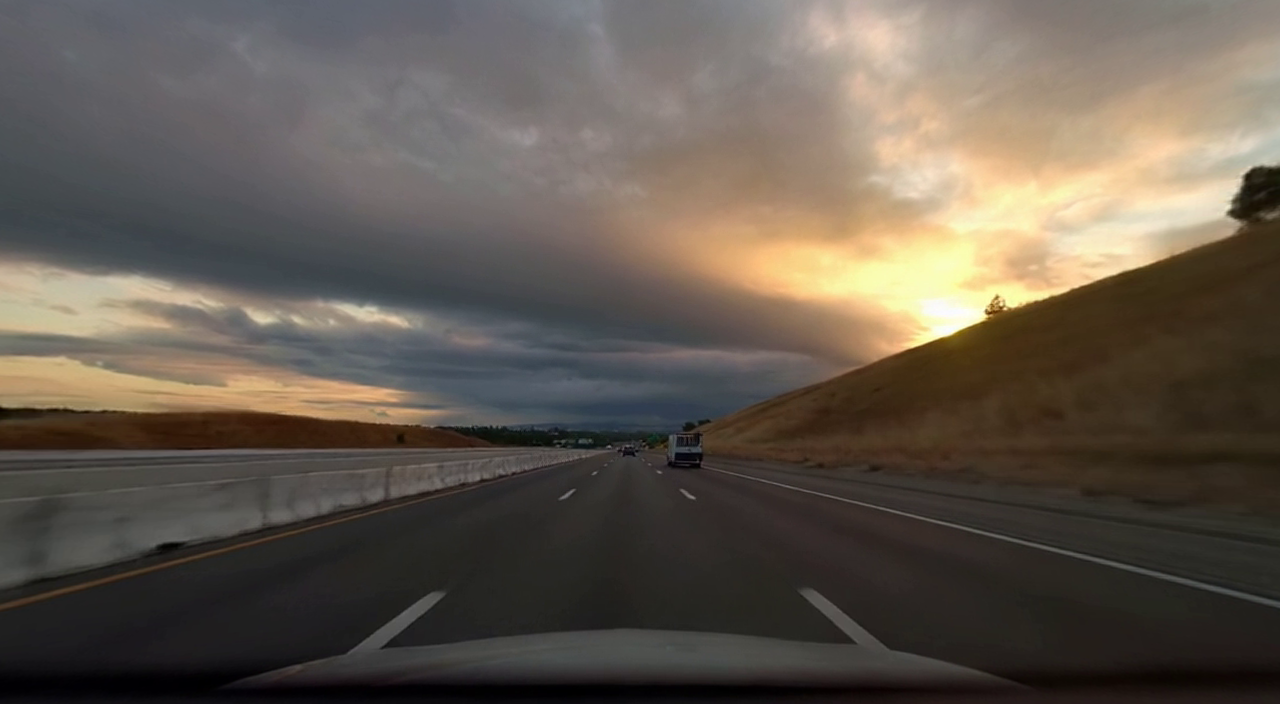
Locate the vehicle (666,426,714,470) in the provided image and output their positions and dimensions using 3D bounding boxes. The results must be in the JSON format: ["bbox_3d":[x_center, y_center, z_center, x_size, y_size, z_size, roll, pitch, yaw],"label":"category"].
[{"bbox_3d":[3.199,6.312,41.322,2.527,2.682,4.082,0,-9,-4],"label":"vehicle"}]
